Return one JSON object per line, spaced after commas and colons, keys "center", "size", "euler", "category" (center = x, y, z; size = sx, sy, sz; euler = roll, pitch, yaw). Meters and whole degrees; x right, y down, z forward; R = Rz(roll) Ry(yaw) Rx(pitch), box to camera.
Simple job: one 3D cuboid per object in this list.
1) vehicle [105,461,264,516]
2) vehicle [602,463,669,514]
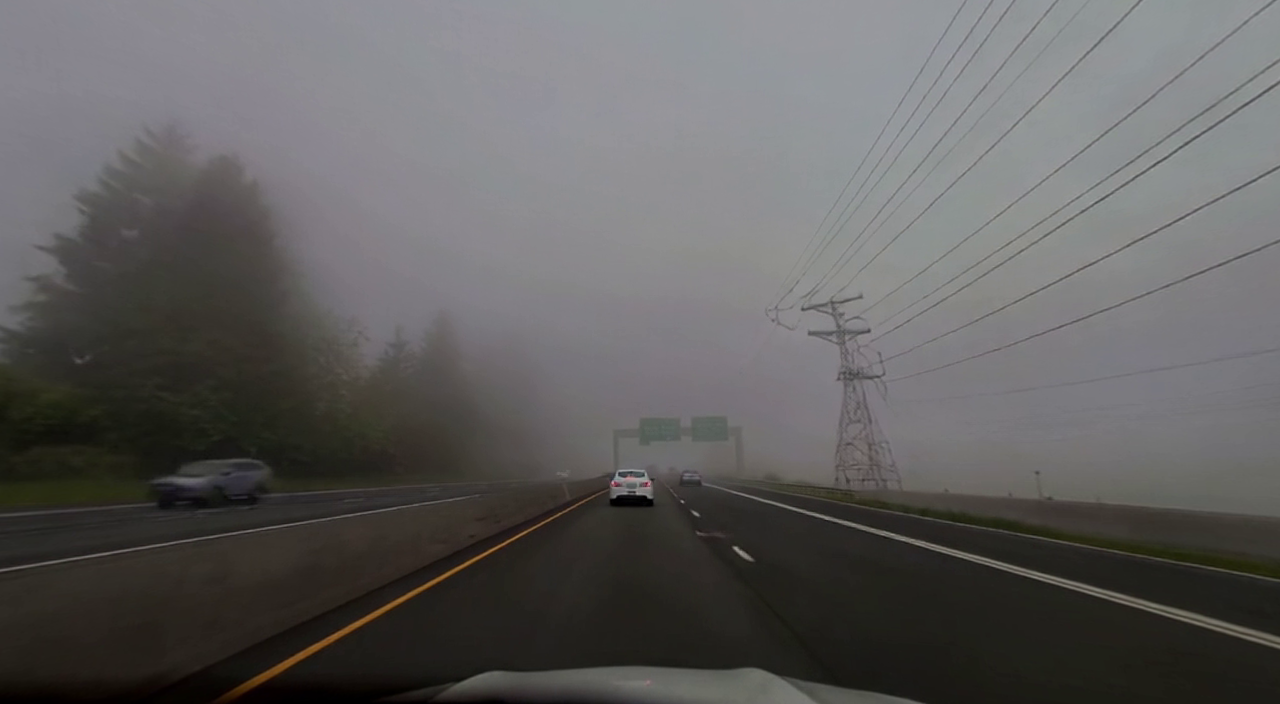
{"center": [-14.619, 4.392, 20.581], "size": [1.960, 1.570, 4.196], "euler": [1, -10, 1], "category": "vehicle"}
{"center": [-0.160, 4.444, 20.795], "size": [1.987, 1.480, 3.786], "euler": [1, -10, -1], "category": "vehicle"}
